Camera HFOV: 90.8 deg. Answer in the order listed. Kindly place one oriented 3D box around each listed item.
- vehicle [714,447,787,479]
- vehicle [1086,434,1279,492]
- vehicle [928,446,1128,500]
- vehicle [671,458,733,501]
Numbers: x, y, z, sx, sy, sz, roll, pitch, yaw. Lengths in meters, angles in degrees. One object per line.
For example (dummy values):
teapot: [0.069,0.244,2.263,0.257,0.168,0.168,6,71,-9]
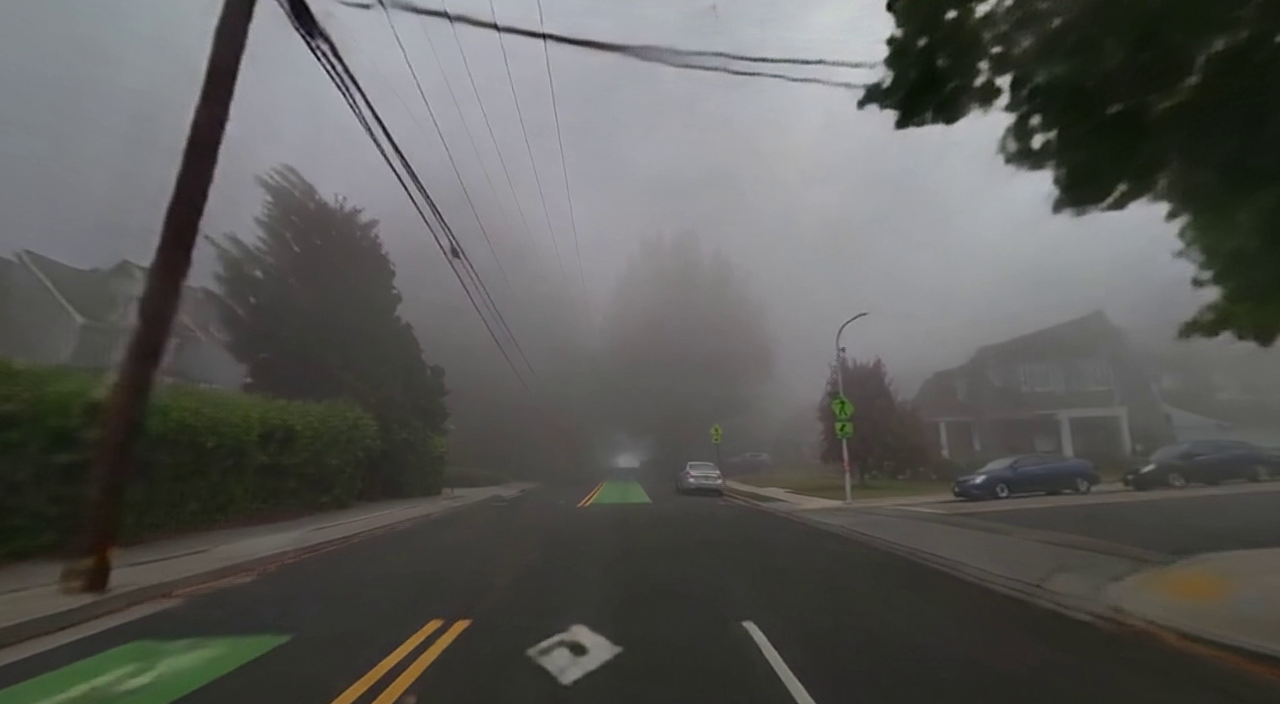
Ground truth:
vehicle: [8.333,8.351,47.827,4.922,1.846,1.941,-5,-8,-6]
vehicle: [17.015,3.485,19.783,4.578,1.675,2.010,0,-12,-5]
vehicle: [11.759,3.742,19.385,4.809,1.494,1.940,0,-13,-3]
vehicle: [2.582,5.484,27.587,1.989,1.545,5.423,0,-9,-2]
